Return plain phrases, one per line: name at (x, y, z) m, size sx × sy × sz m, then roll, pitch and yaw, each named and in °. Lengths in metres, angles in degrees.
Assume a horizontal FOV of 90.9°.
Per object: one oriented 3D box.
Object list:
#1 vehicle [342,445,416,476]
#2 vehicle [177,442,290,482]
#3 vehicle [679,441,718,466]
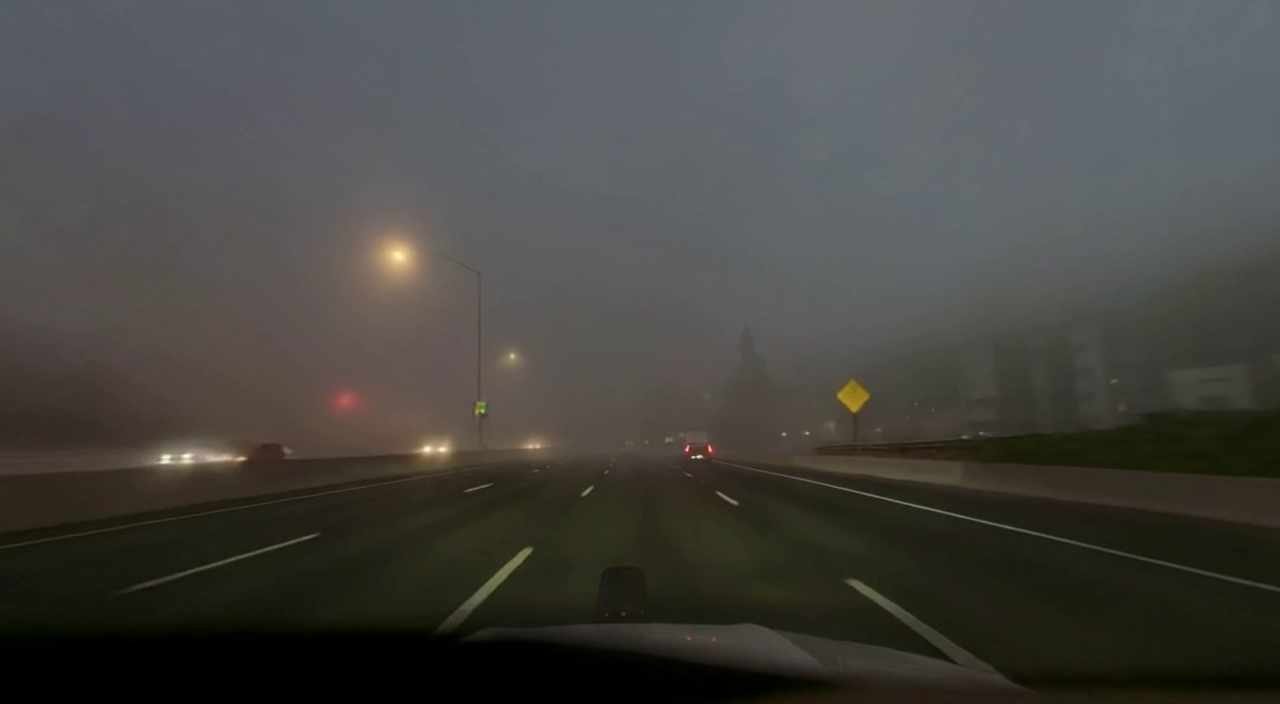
vehicle at (-13.309, 5.531, 32.497) m, size 1.871 × 1.446 × 4.531 m, roll 0°, pitch -8°, yaw 0°
vehicle at (-16.465, 4.442, 25.825) m, size 1.806 × 1.492 × 4.206 m, roll 0°, pitch -8°, yaw 0°
vehicle at (3.557, 6.254, 39.010) m, size 1.926 × 1.477 × 4.025 m, roll 0°, pitch -8°, yaw -2°
